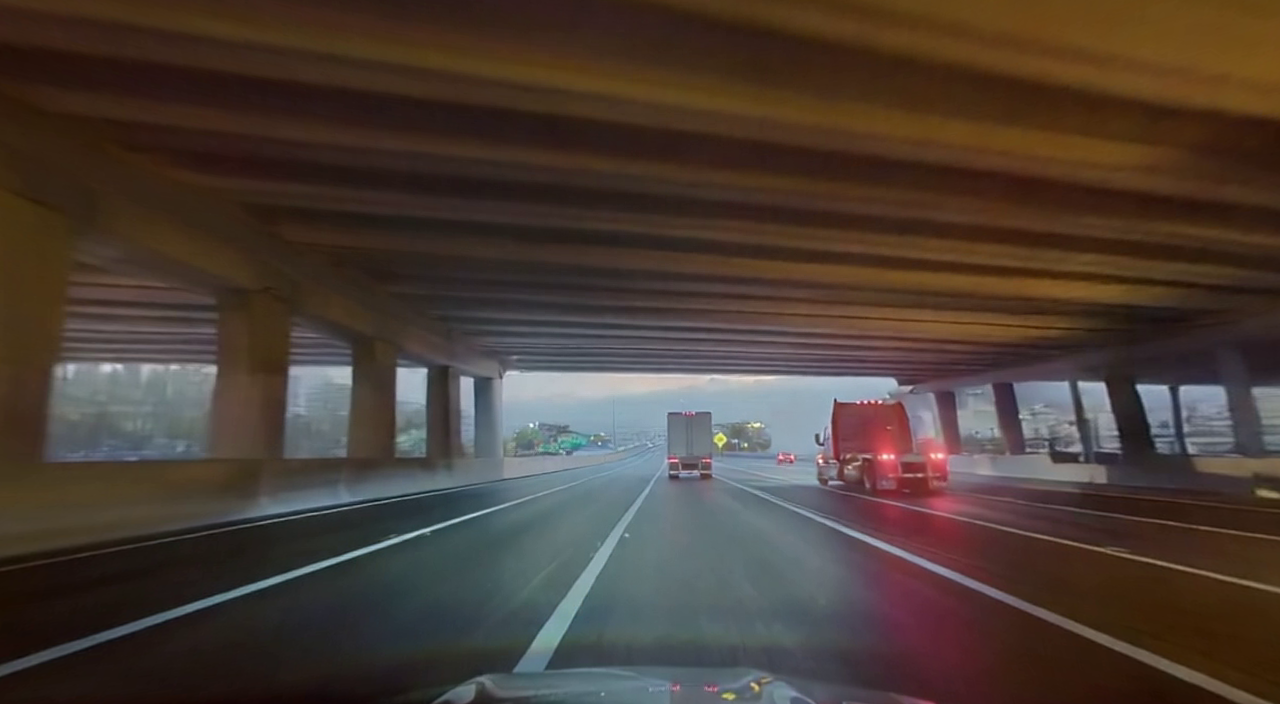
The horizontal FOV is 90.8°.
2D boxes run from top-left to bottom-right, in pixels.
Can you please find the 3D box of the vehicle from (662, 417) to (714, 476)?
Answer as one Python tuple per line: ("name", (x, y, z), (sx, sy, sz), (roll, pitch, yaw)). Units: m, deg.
("vehicle", (3.471, 6.939, 46.165), (3.244, 3.713, 12.155), (-1, -9, 4))
